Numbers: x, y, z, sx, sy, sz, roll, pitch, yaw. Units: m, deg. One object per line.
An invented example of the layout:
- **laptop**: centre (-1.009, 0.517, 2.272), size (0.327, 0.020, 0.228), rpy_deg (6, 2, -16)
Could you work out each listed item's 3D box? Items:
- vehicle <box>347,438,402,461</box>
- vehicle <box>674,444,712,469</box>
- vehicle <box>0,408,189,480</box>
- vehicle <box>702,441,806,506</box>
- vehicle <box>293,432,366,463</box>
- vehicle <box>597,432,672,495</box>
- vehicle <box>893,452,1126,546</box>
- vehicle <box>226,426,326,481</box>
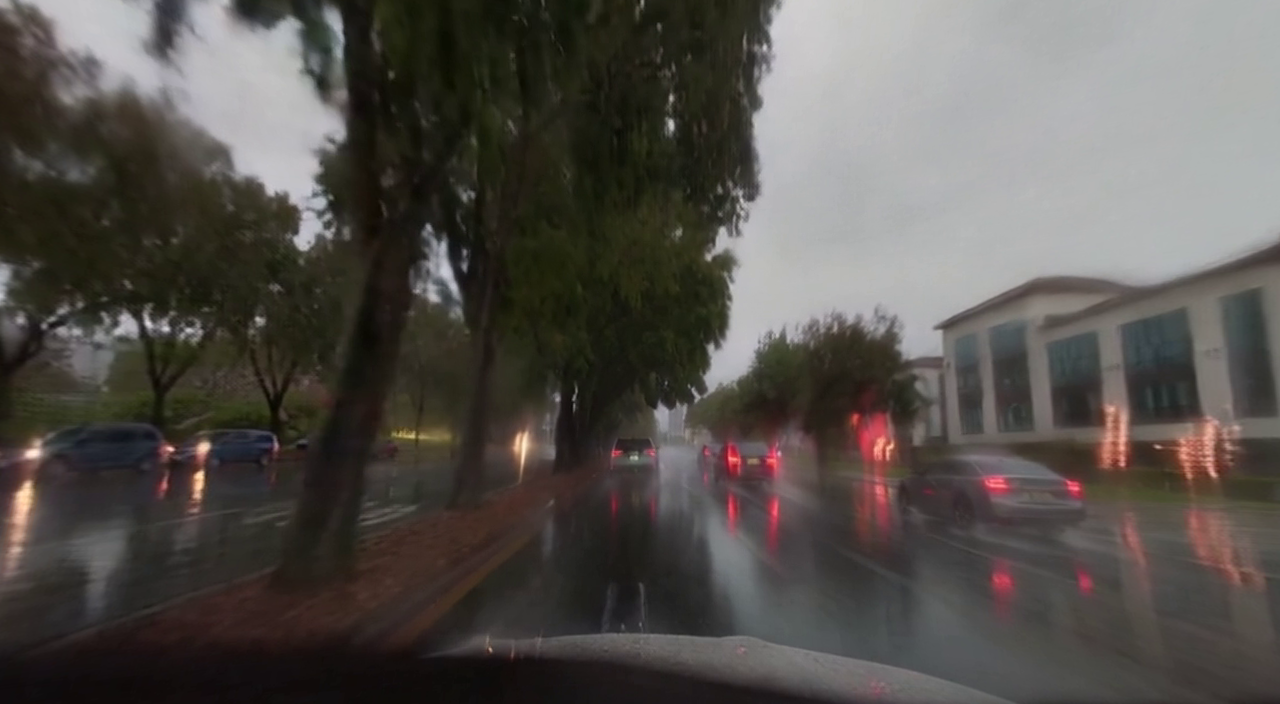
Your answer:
- **vehicle**: centre (-18.854, 6.949, 44.845), size (1.851, 1.477, 4.891), rpy_deg (0, -8, 0)
- **vehicle**: centre (3.369, 6.735, 40.692), size (2.012, 1.462, 4.163), rpy_deg (0, -8, -1)
- **vehicle**: centre (-18.906, 3.114, 21.238), size (2.226, 2.019, 6.809), rpy_deg (0, -8, 0)
- **vehicle**: centre (2.899, 3.166, 16.902), size (1.932, 1.510, 4.168), rpy_deg (0, -8, -1)
- **vehicle**: centre (-19.013, 5.891, 38.723), size (1.903, 1.768, 4.985), rpy_deg (0, -8, 0)
- **vehicle**: centre (-0.150, 3.351, 19.188), size (2.008, 1.674, 4.239), rpy_deg (0, -8, 0)
- **vehicle**: centre (6.898, 2.747, 12.420), size (1.944, 1.458, 4.268), rpy_deg (0, -8, -1)
- **vehicle**: centre (-12.332, 3.460, 21.603), size (2.161, 1.642, 4.587), rpy_deg (3, -9, -20)
